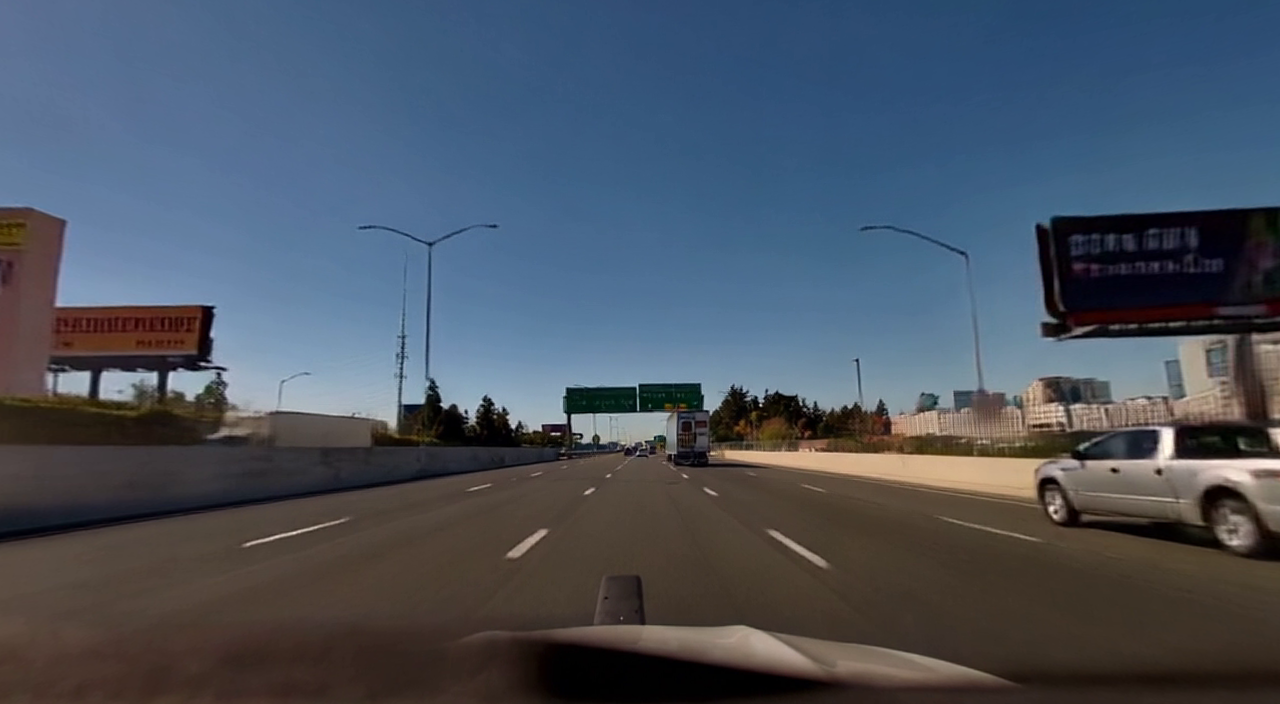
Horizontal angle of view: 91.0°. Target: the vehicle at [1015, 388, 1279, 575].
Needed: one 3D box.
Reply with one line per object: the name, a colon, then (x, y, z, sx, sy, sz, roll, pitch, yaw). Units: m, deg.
vehicle: (8.002, 1.649, 8.482, 2.544, 1.947, 5.288, 0, -9, -1)
